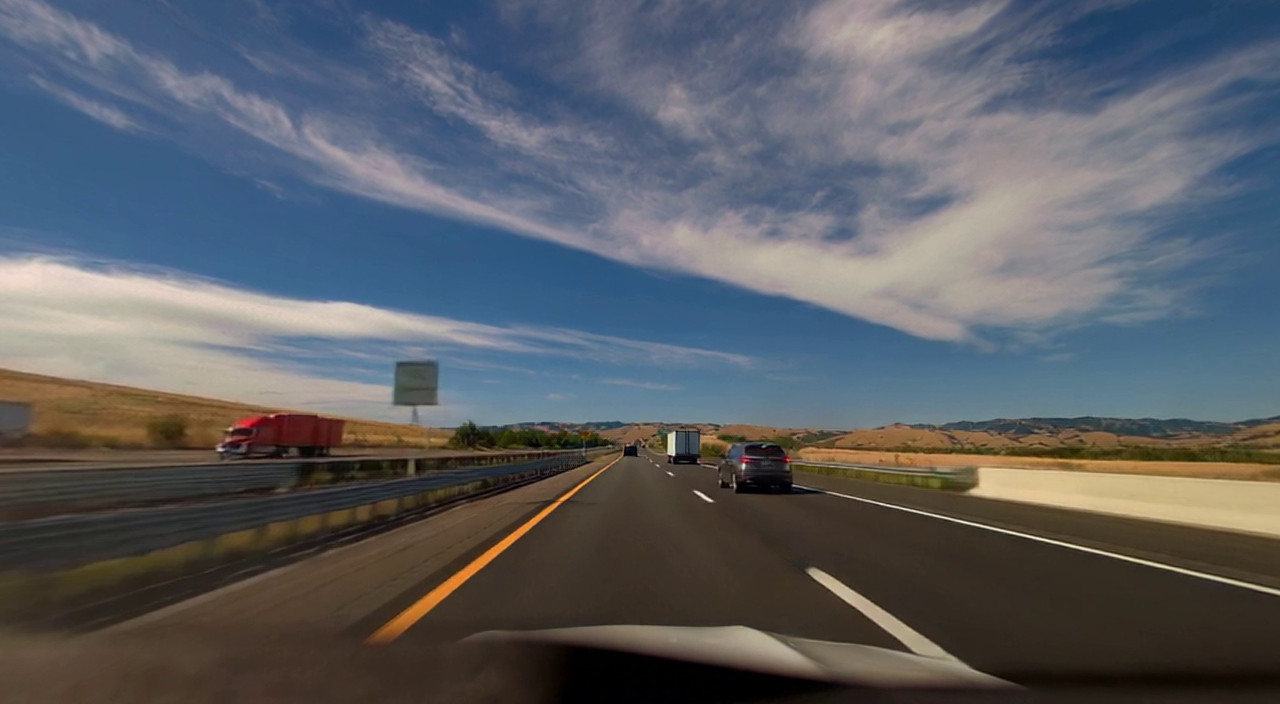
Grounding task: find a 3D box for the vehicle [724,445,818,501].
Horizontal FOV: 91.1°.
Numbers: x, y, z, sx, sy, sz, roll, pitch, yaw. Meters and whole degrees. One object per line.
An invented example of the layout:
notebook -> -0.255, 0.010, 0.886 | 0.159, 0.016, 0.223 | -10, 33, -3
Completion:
vehicle -> 3.729, 3.488, 18.560 | 1.836, 1.459, 3.766 | 0, -9, -2
